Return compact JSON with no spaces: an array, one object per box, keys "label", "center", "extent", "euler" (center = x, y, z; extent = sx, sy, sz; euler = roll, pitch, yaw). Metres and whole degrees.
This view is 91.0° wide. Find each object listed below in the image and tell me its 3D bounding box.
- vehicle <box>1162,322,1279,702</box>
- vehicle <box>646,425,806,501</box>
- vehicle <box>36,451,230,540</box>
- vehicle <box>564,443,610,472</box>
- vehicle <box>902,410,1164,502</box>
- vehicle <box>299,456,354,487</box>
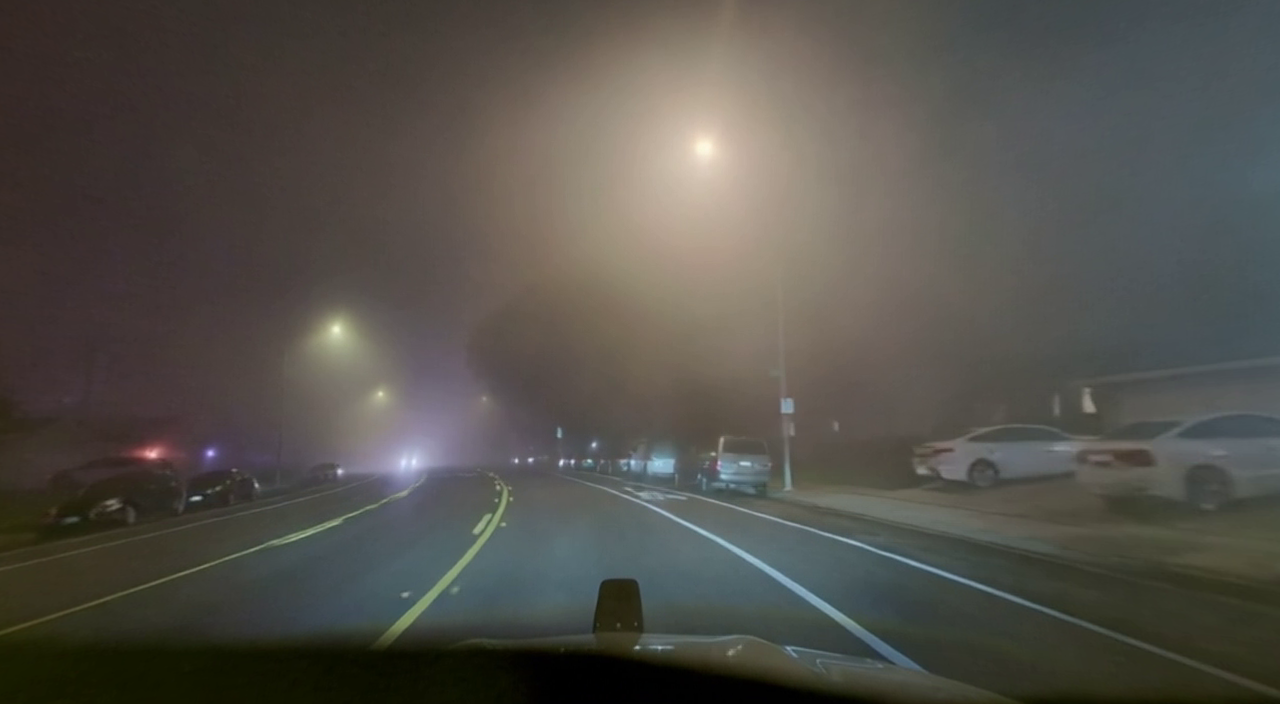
[{"label":"vehicle","center":[4.666,0.451,0.436],"extent":[2.402,1.889,6.910],"euler":[3,-9,-4]},{"label":"vehicle","center":[2.244,3.354,19.290],"extent":[2.723,1.785,7.174],"euler":[4,-10,-10]},{"label":"vehicle","center":[-13.376,3.719,17.032],"extent":[1.992,1.677,4.499],"euler":[-6,-7,-8]},{"label":"vehicle","center":[-3.635,7.014,42.248],"extent":[2.348,1.804,5.207],"euler":[2,-9,-13]},{"label":"vehicle","center":[9.017,2.398,14.703],"extent":[4.724,1.585,2.123],"euler":[-4,-9,-7]},{"label":"vehicle","center":[-19.060,7.236,38.403],"extent":[1.932,1.468,4.305],"euler":[-5,-7,-12]}]
